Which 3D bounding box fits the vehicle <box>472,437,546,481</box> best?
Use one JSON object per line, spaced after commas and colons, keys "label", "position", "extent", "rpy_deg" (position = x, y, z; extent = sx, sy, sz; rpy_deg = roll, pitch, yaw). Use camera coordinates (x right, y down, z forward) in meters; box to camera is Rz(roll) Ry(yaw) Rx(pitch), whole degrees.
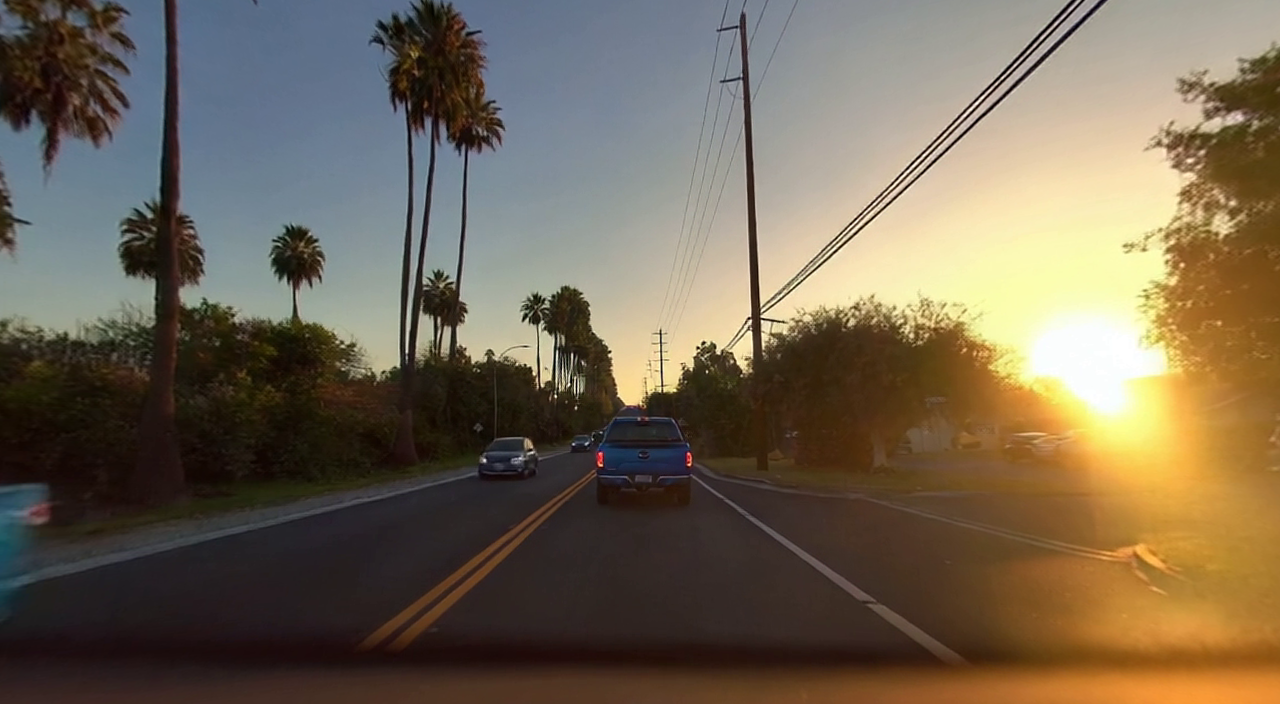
{"label": "vehicle", "position": [-5.217, 4.321, 25.869], "extent": [2.159, 1.627, 4.505], "rpy_deg": [0, -8, -1]}

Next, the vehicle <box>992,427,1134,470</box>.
{"label": "vehicle", "position": [20.331, 4.712, 30.873], "extent": [2.277, 1.836, 6.267], "rpy_deg": [0, -9, -4]}

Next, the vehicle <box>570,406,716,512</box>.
{"label": "vehicle", "position": [0.021, 2.536, 15.386], "extent": [2.848, 2.047, 5.885], "rpy_deg": [0, -8, -1]}
